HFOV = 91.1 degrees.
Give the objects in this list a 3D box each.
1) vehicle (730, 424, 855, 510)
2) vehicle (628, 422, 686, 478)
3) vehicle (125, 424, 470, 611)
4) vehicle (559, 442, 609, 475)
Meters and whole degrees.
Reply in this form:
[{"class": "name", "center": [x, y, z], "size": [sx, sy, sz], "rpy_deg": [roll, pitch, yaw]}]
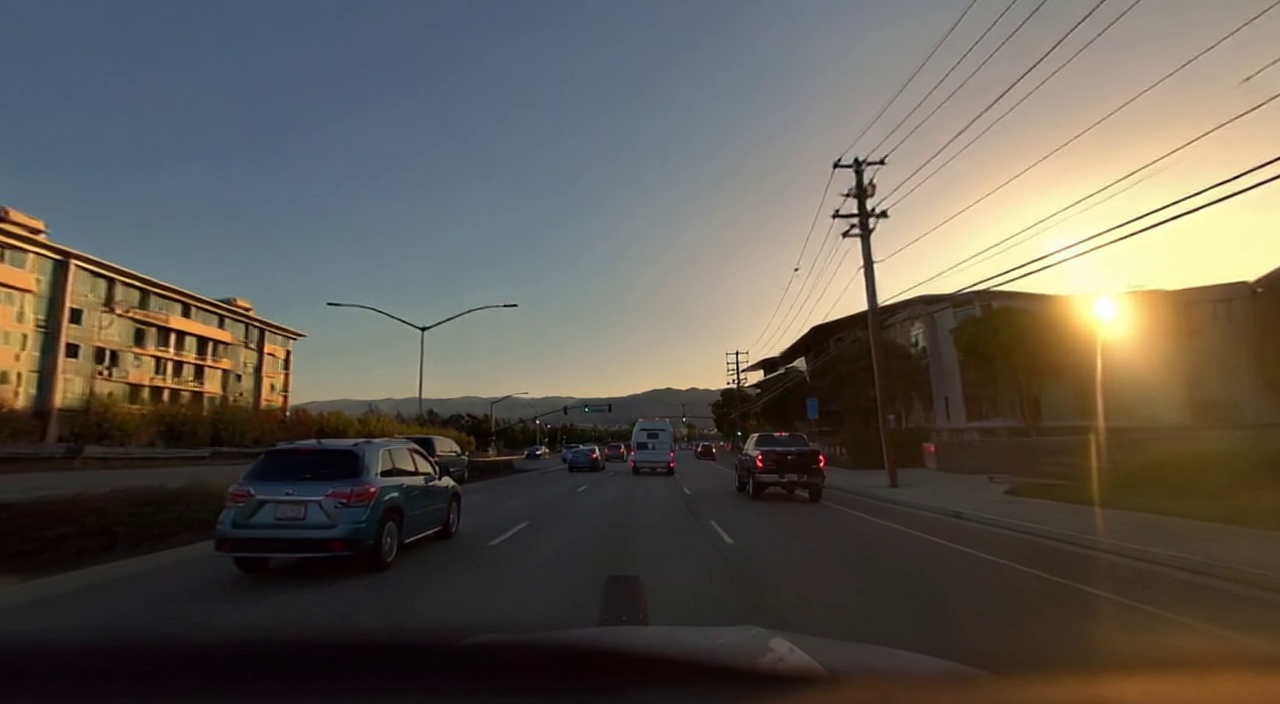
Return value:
[{"class": "vehicle", "center": [3.800, 2.935, 16.579], "size": [2.283, 1.923, 4.427], "rpy_deg": [0, -8, 2]}, {"class": "vehicle", "center": [0.934, 4.685, 30.309], "size": [2.457, 2.440, 5.486], "rpy_deg": [-1, -8, 5]}, {"class": "vehicle", "center": [-3.565, 1.733, 7.502], "size": [1.934, 1.643, 3.718], "rpy_deg": [0, -8, 1]}, {"class": "vehicle", "center": [-2.857, 5.549, 32.939], "size": [1.984, 1.567, 4.311], "rpy_deg": [-1, -8, 3]}]
